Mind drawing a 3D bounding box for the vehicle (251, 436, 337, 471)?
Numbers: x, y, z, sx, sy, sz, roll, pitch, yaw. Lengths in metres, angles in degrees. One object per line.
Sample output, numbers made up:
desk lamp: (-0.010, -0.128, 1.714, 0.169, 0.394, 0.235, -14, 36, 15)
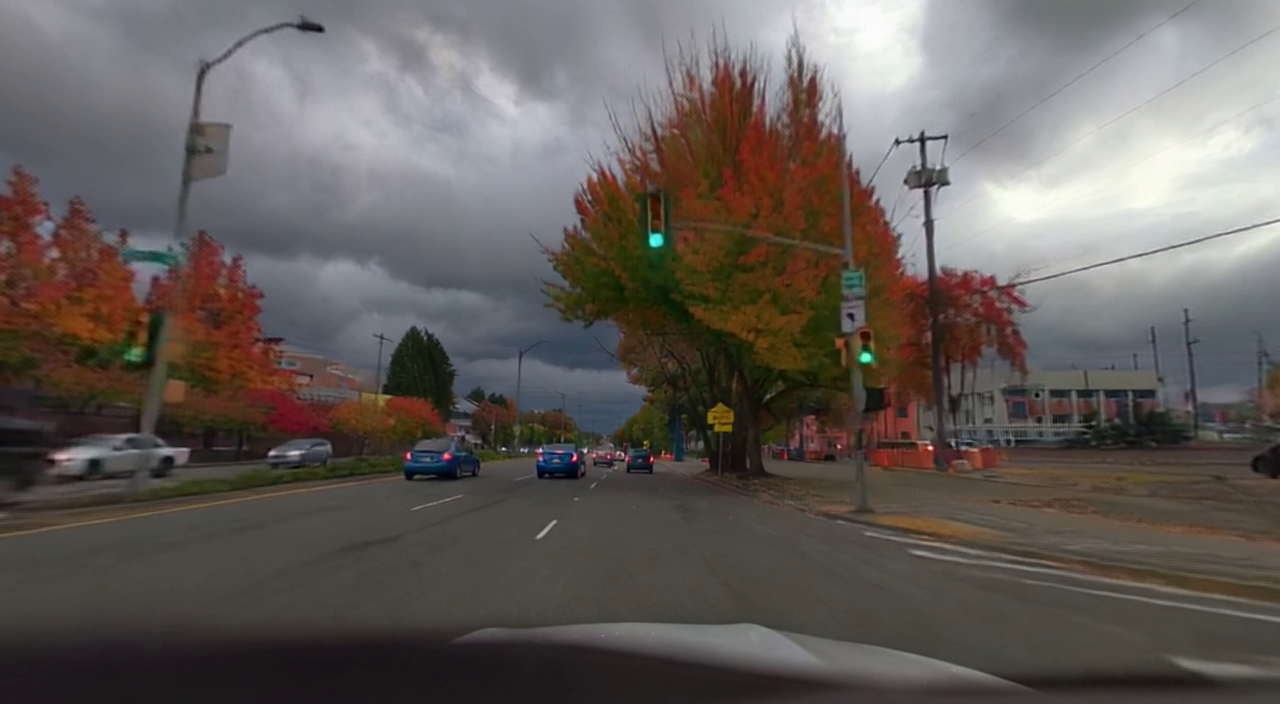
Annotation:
vehicle: (-19.566, 5.726, 35.893, 2.118, 1.798, 4.923, 1, -8, 0)

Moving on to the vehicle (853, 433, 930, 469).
vehicle: (13.331, 5.249, 33.692, 1.862, 1.559, 3.959, -4, -5, -11)

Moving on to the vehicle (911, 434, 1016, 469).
vehicle: (14.678, 4.518, 28.863, 1.826, 1.474, 4.254, 3, -8, -15)

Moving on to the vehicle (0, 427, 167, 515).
vehicle: (-11.737, 2.211, 12.114, 1.872, 1.475, 4.325, 1, -8, 0)

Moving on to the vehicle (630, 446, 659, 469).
vehicle: (0.345, 8.269, 49.533, 2.144, 1.704, 4.028, 1, -8, 0)

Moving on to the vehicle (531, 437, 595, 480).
vehicle: (-3.235, 4.578, 27.393, 2.085, 1.663, 4.513, 1, -8, 1)

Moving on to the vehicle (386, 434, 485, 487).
vehicle: (-6.868, 3.666, 21.676, 1.932, 1.596, 4.247, 1, -8, 1)
